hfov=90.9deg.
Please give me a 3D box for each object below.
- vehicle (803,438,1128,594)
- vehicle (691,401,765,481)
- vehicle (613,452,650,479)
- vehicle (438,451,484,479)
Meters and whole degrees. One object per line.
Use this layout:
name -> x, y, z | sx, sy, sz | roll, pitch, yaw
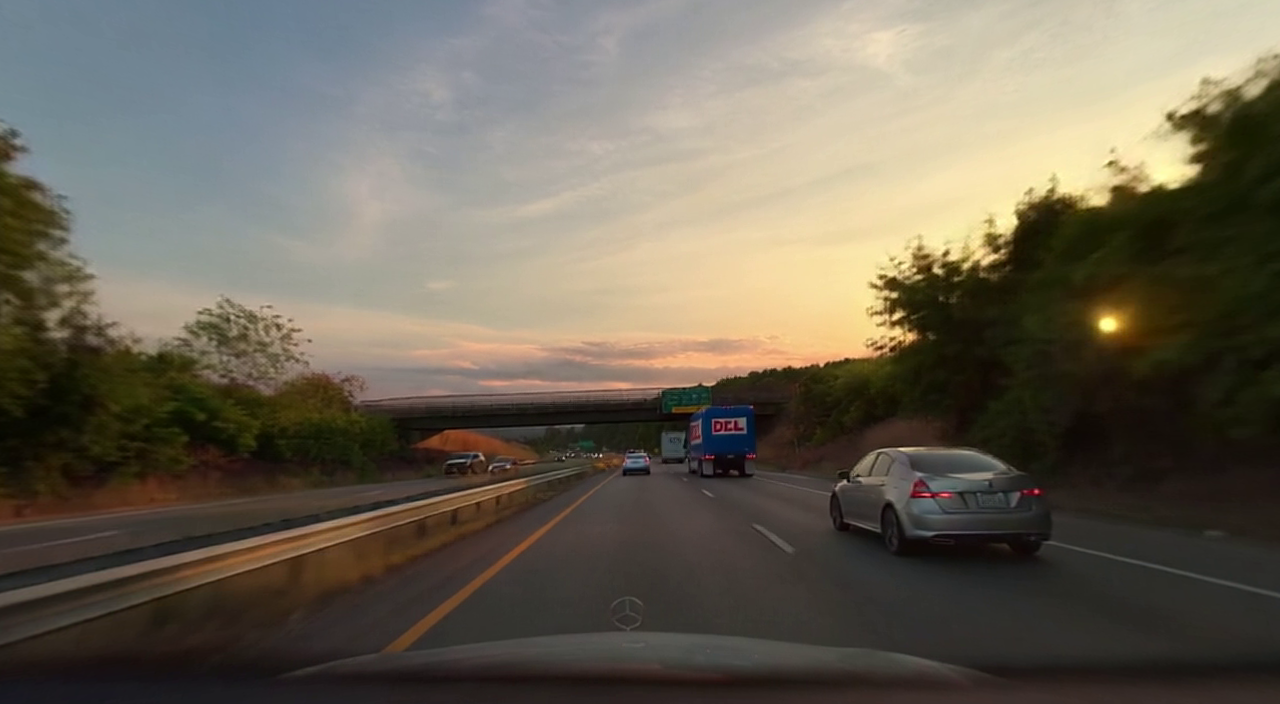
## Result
vehicle -> 3.651, 1.893, 8.136 | 1.894, 1.452, 4.164 | 0, -9, -1
vehicle -> 4.729, 5.075, 35.740 | 2.838, 3.985, 8.010 | 0, -9, -1
vehicle -> -0.455, 6.665, 37.155 | 2.055, 1.445, 3.661 | 0, -9, 0
vehicle -> -13.677, 8.629, 48.506 | 2.061, 1.979, 4.742 | -1, -9, 1
